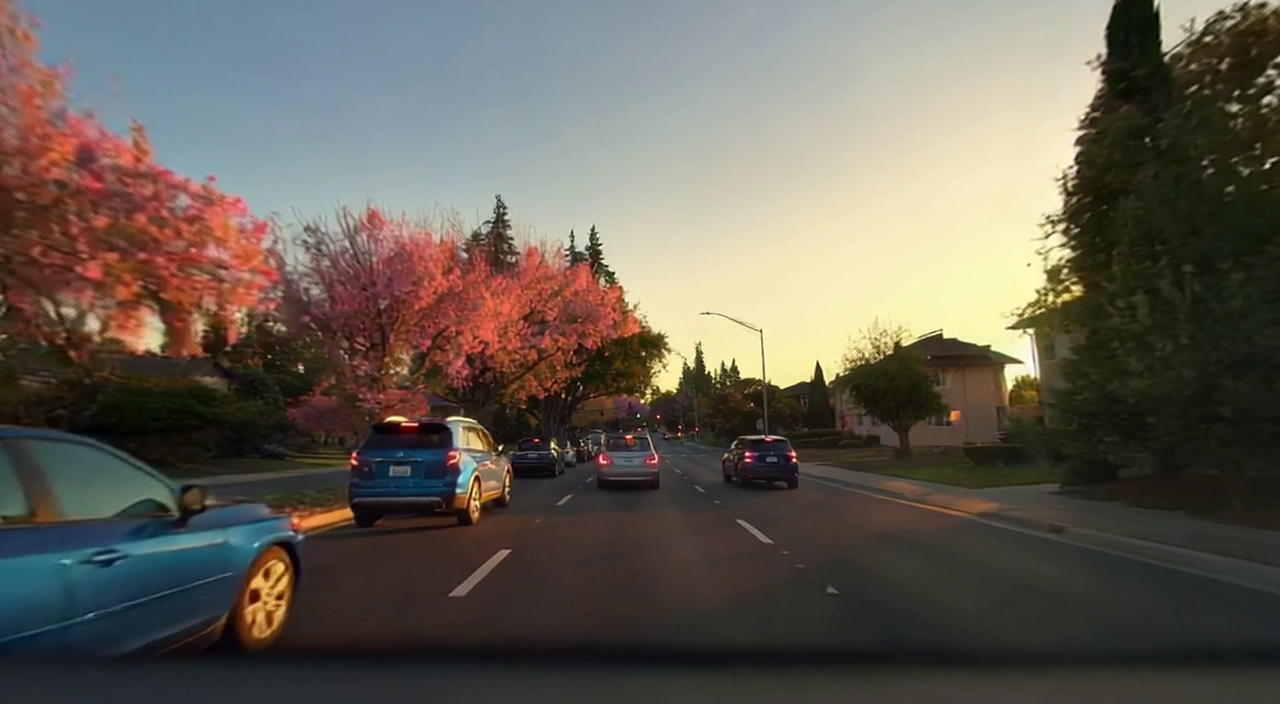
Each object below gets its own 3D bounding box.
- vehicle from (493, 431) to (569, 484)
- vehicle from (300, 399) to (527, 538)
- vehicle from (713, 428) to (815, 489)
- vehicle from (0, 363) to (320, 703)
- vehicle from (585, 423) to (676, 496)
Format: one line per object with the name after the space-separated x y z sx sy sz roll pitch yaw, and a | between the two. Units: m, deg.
-3.708 3.664 22.263 1.948 1.668 4.279 0 -8 0 | vehicle
-3.626 1.990 11.379 2.304 1.928 4.833 0 -8 0 | vehicle
3.764 3.333 20.114 2.188 1.685 4.604 0 -8 -2 | vehicle
-3.106 0.800 1.825 2.074 1.566 4.392 0 -8 0 | vehicle
-0.245 2.815 16.863 2.112 1.693 4.058 0 -8 -1 | vehicle
